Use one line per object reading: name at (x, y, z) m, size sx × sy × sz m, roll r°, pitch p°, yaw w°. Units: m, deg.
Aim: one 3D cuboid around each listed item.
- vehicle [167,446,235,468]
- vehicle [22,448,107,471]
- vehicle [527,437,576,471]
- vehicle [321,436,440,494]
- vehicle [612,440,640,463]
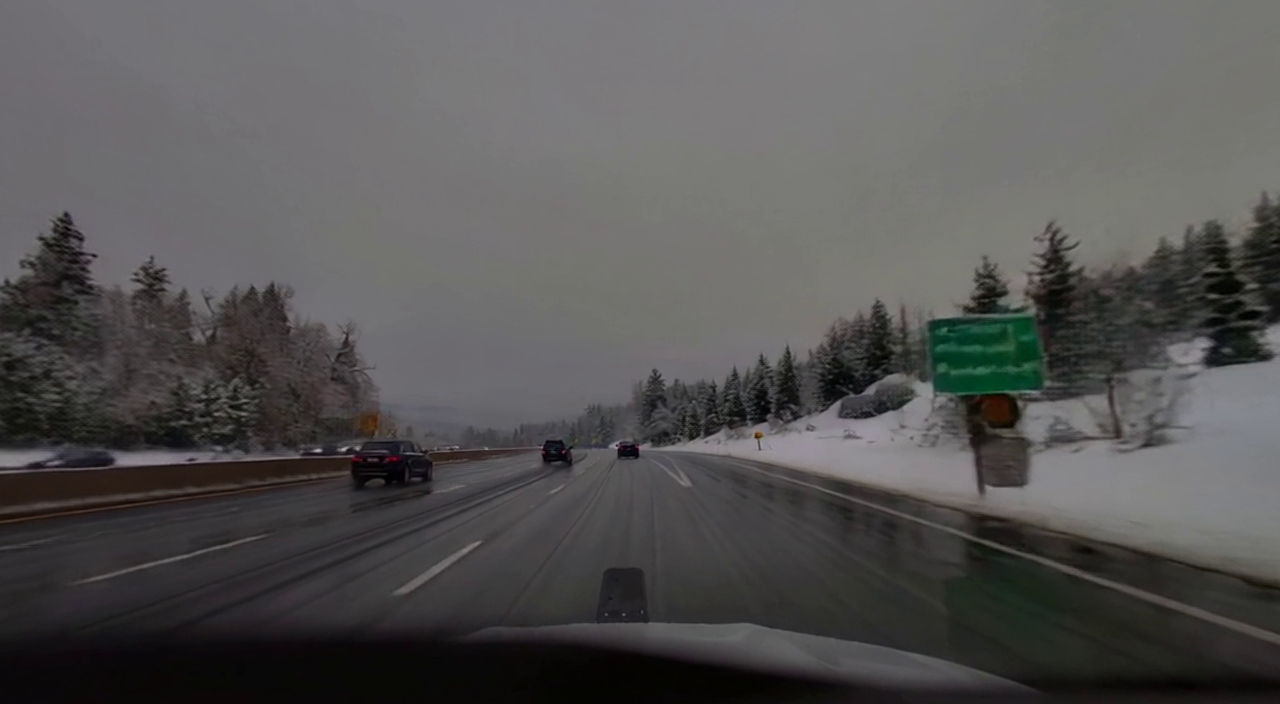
vehicle at (-31.988, 7.635, 46.083) m, size 1.819 × 1.438 × 4.530 m, roll 0°, pitch -8°, yaw -2°
vehicle at (-39.230, 7.335, 43.154) m, size 1.754 × 1.456 × 4.341 m, roll 0°, pitch -8°, yaw -2°
vehicle at (-4.575, 5.325, 33.190) m, size 1.991 × 1.610 × 4.606 m, roll 0°, pitch -8°, yaw -1°
vehicle at (-8.087, 3.544, 20.140) m, size 2.086 × 1.628 × 4.039 m, roll 0°, pitch -8°, yaw -1°
vehicle at (-0.968, 6.879, 43.732) m, size 1.881 × 1.460 × 3.694 m, roll 0°, pitch -8°, yaw -2°
